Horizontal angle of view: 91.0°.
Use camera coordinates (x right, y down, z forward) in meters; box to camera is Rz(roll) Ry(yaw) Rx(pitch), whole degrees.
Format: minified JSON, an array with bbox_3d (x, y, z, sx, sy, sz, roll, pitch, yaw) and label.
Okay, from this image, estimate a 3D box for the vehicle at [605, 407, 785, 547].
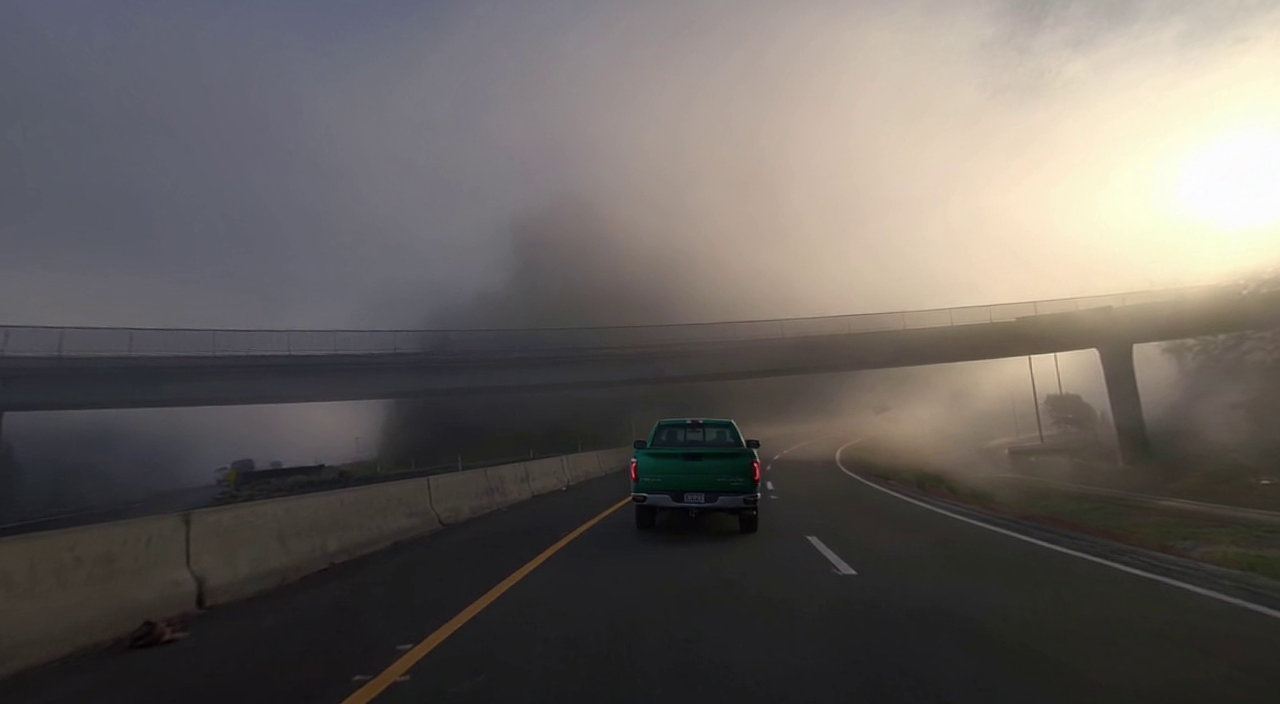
[{"bbox_3d":[0.874,1.887,10.136,2.235,1.716,4.435,-1,-9,5],"label":"vehicle"}]
